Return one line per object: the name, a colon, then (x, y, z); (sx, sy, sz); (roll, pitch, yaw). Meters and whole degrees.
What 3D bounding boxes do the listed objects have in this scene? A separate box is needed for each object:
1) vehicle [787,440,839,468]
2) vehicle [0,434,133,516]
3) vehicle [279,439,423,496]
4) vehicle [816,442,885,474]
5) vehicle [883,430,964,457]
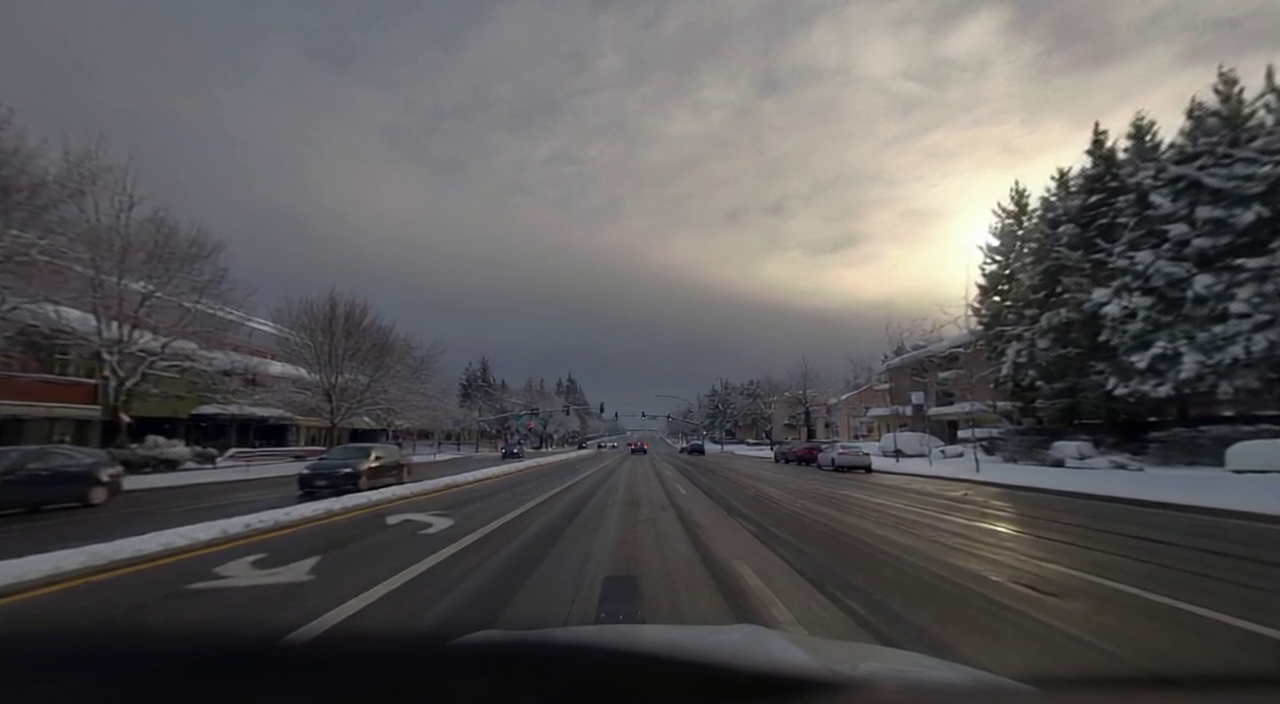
vehicle: (10.614, 6.292, 39.045); (1.905, 1.597, 4.040); (0, -9, -2)
vehicle: (-15.328, 2.927, 15.211); (2.053, 1.806, 4.919); (0, -9, 0)
vehicle: (-8.482, 3.437, 19.114); (2.025, 1.479, 4.739); (0, -9, 1)
vehicle: (10.378, 5.274, 31.542); (1.861, 1.446, 4.413); (0, -9, -1)
vehicle: (21.136, 6.864, 47.318); (5.047, 1.904, 2.012); (0, -9, 2)
